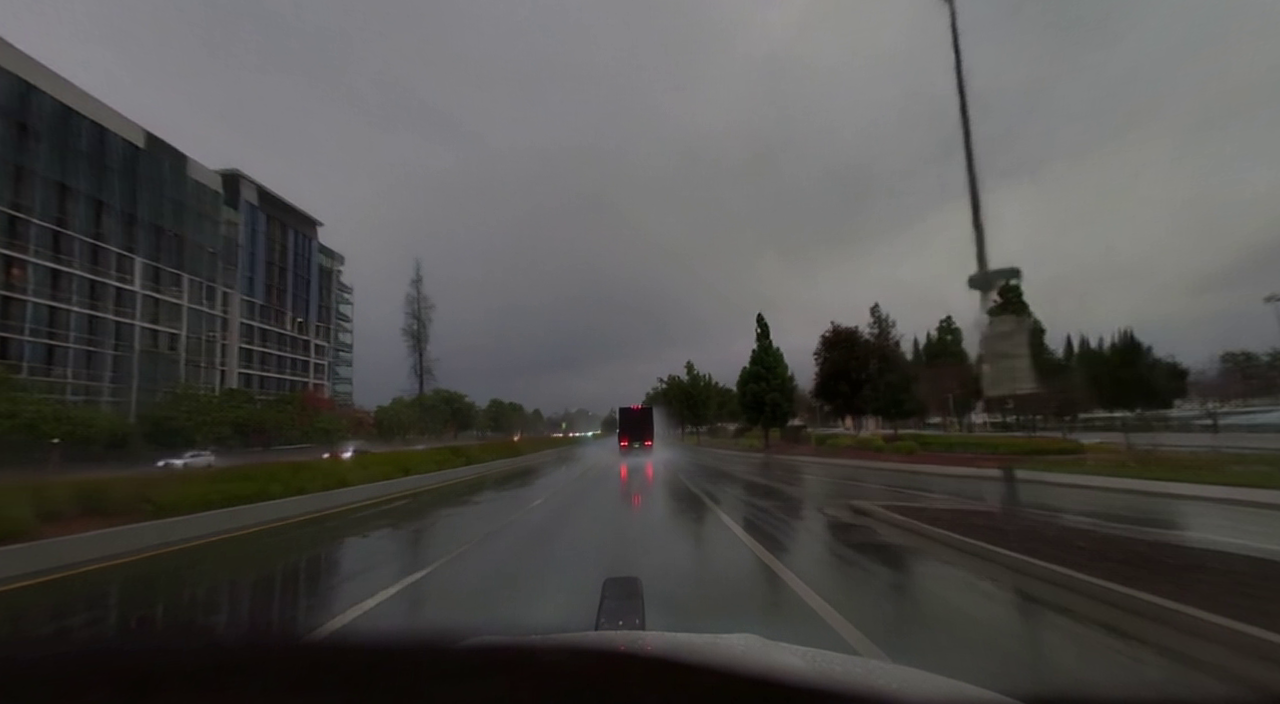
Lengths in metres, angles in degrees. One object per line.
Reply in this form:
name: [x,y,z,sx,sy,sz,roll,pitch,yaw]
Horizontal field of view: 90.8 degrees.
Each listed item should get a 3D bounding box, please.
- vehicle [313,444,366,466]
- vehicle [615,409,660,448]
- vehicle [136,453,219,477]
vehicle: [-20.613,7.064,43.501,1.744,1.467,3.945,0,-9,0]
vehicle: [-0.218,4.072,33.066,2.178,1.829,4.932,0,-9,-3]
vehicle: [-31.294,7.654,42.954,1.949,1.501,4.566,-1,-9,5]
